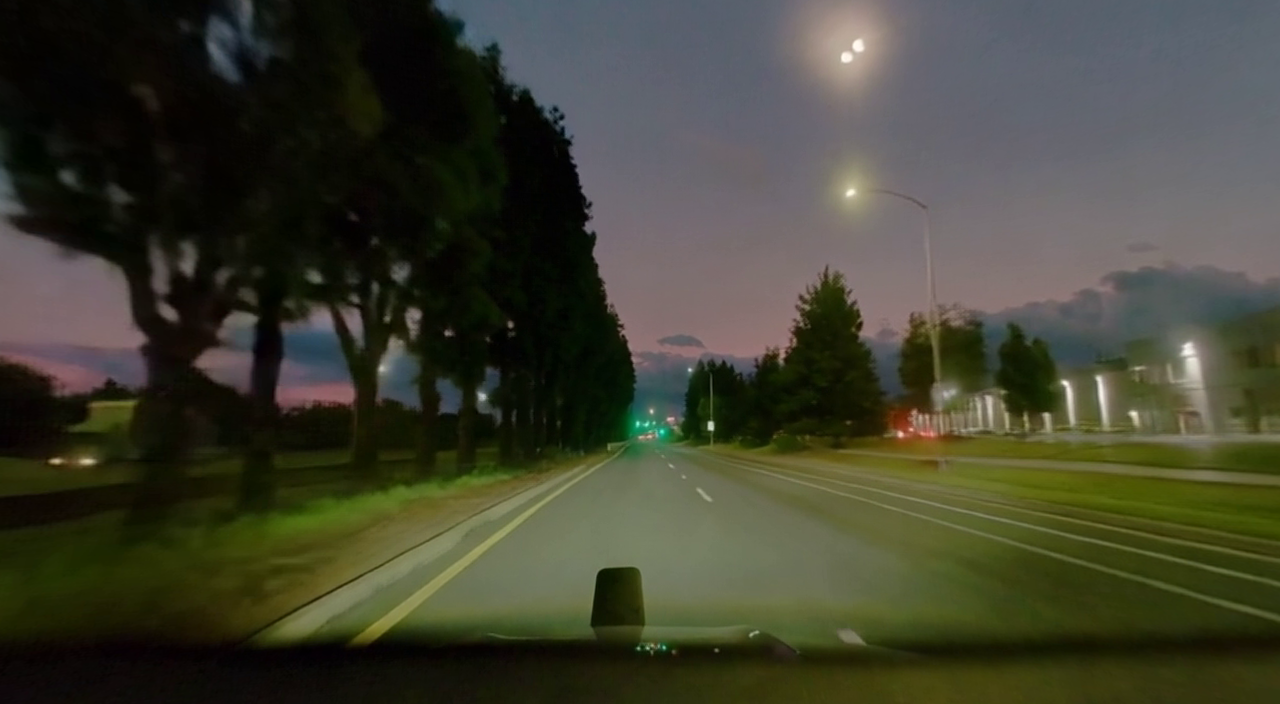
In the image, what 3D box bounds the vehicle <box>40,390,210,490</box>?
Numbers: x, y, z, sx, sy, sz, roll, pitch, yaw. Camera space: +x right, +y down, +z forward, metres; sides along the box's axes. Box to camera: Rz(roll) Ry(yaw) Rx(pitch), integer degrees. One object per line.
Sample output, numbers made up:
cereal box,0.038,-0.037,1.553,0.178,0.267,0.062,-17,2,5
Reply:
vehicle,-17.388,2.981,21.687,2.575,2.950,4.003,-3,-7,-3
